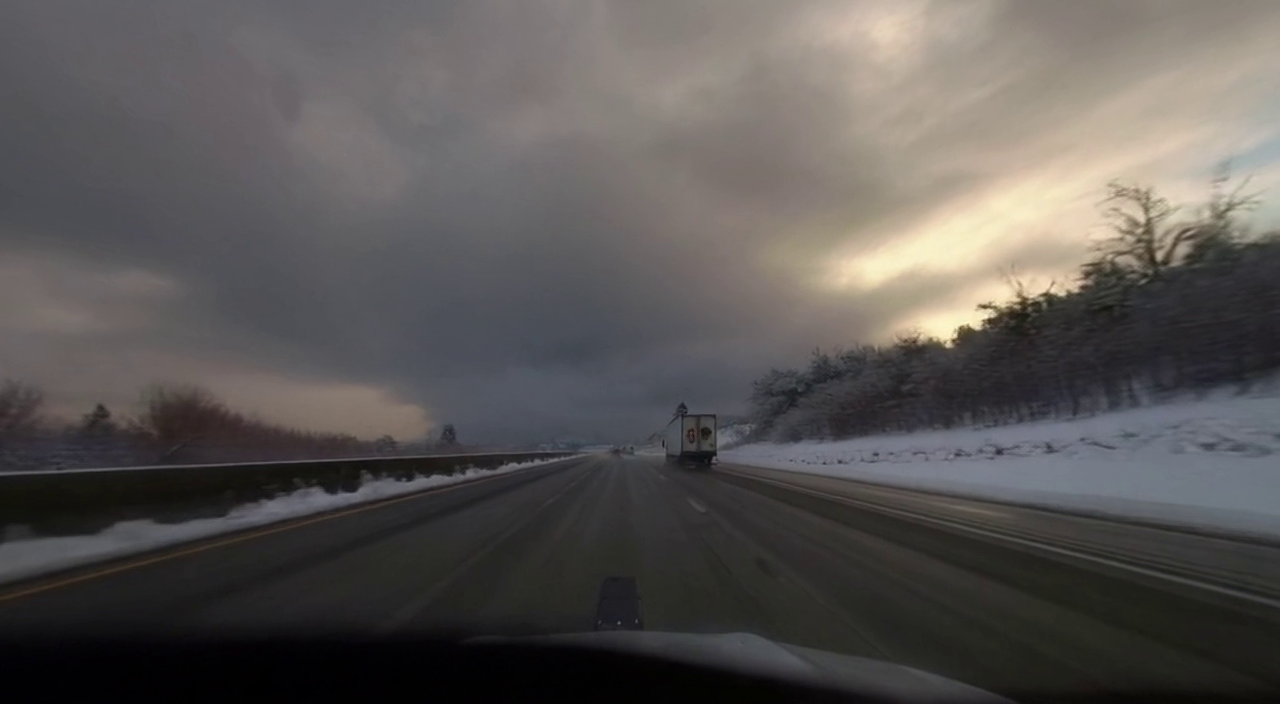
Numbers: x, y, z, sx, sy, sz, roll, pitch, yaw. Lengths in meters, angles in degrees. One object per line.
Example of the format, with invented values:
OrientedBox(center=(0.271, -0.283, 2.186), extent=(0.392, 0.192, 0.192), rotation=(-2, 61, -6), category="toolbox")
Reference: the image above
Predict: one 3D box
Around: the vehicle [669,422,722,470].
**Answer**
OrientedBox(center=(3.220, 5.620, 37.717), extent=(2.527, 2.682, 4.082), rotation=(0, -9, -4), category="vehicle")
